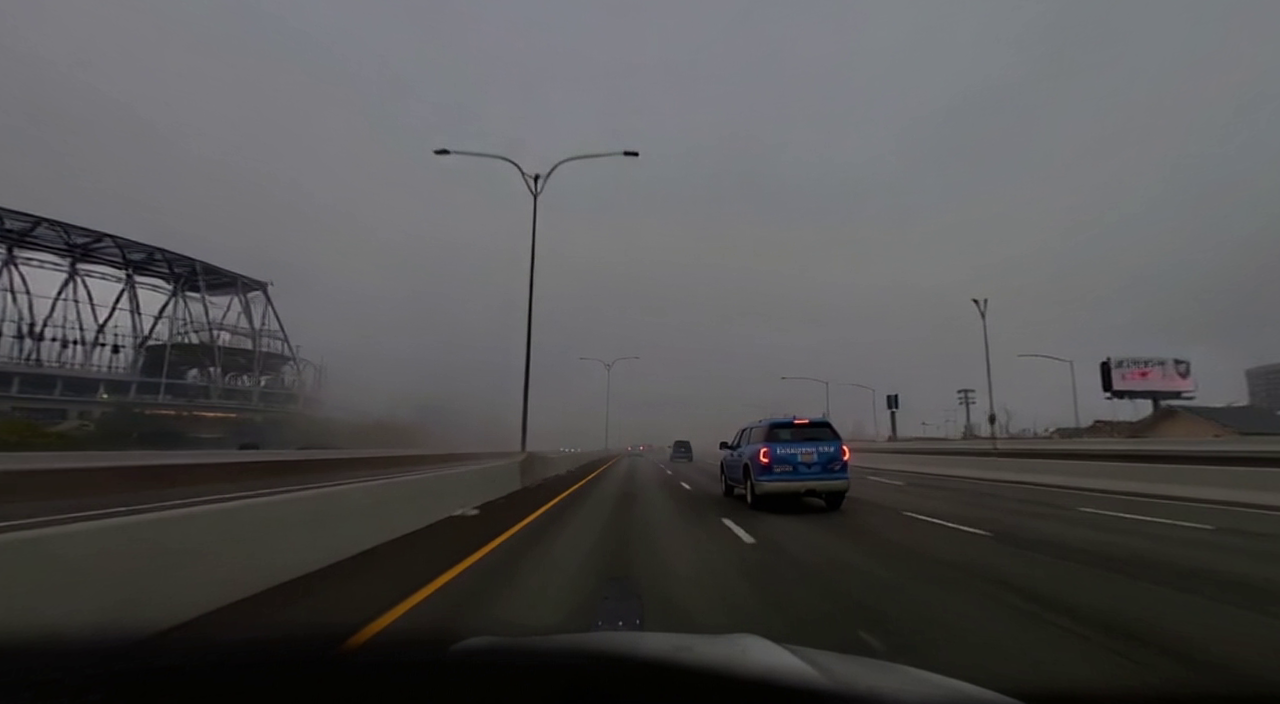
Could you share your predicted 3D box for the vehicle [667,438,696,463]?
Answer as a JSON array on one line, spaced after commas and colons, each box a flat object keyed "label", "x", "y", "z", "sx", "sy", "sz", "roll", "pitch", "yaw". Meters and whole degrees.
[{"label": "vehicle", "x": 3.110, "y": 7.516, "z": 48.188, "sx": 1.973, "sy": 1.774, "sz": 4.092, "roll": 0, "pitch": -9, "yaw": 0}]

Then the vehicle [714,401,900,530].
[{"label": "vehicle", "x": 2.908, "y": 2.143, "z": 12.452, "sx": 2.199, "sy": 2.002, "sz": 4.970, "roll": 0, "pitch": -9, "yaw": -1}]
